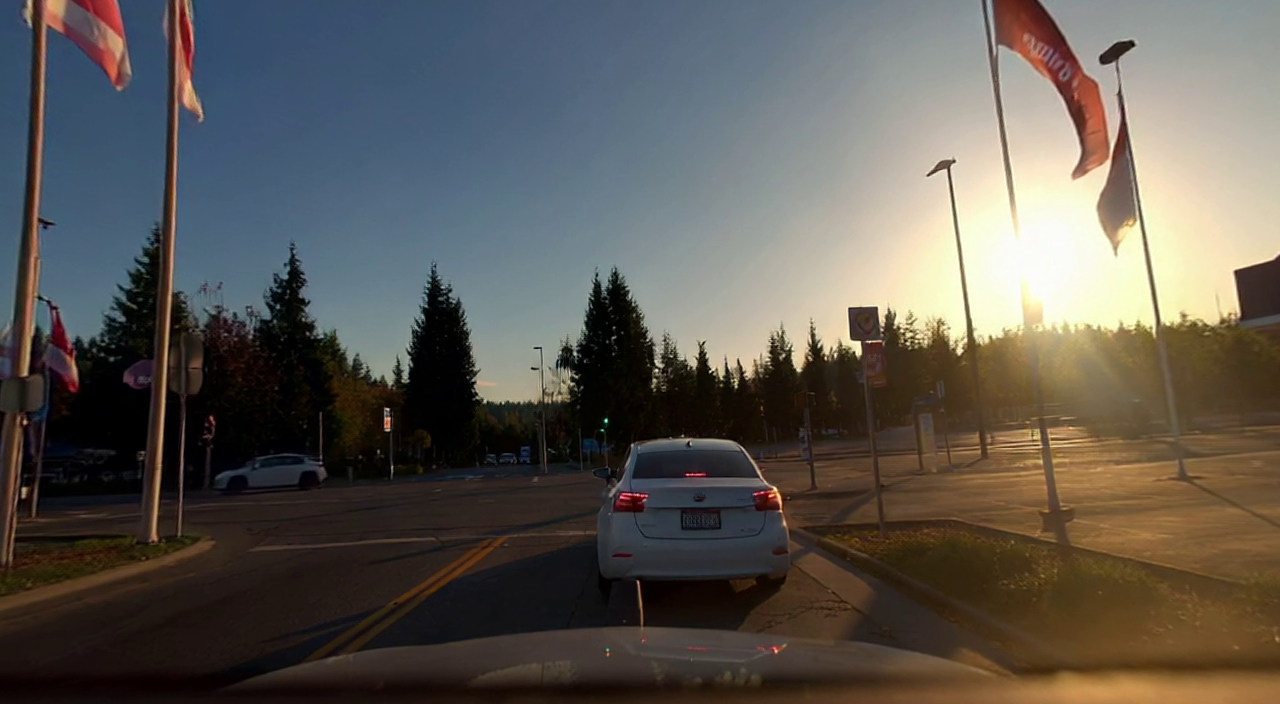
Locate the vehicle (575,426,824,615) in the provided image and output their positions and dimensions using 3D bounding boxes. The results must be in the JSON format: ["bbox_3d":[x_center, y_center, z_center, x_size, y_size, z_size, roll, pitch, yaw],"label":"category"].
[{"bbox_3d":[0.381,1.622,6.905,1.985,1.463,3.647,0,-9,-3],"label":"vehicle"}]

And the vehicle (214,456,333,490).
[{"bbox_3d":[-16.853,5.571,29.135,4.278,1.475,1.804,0,-10,-5],"label":"vehicle"}]
